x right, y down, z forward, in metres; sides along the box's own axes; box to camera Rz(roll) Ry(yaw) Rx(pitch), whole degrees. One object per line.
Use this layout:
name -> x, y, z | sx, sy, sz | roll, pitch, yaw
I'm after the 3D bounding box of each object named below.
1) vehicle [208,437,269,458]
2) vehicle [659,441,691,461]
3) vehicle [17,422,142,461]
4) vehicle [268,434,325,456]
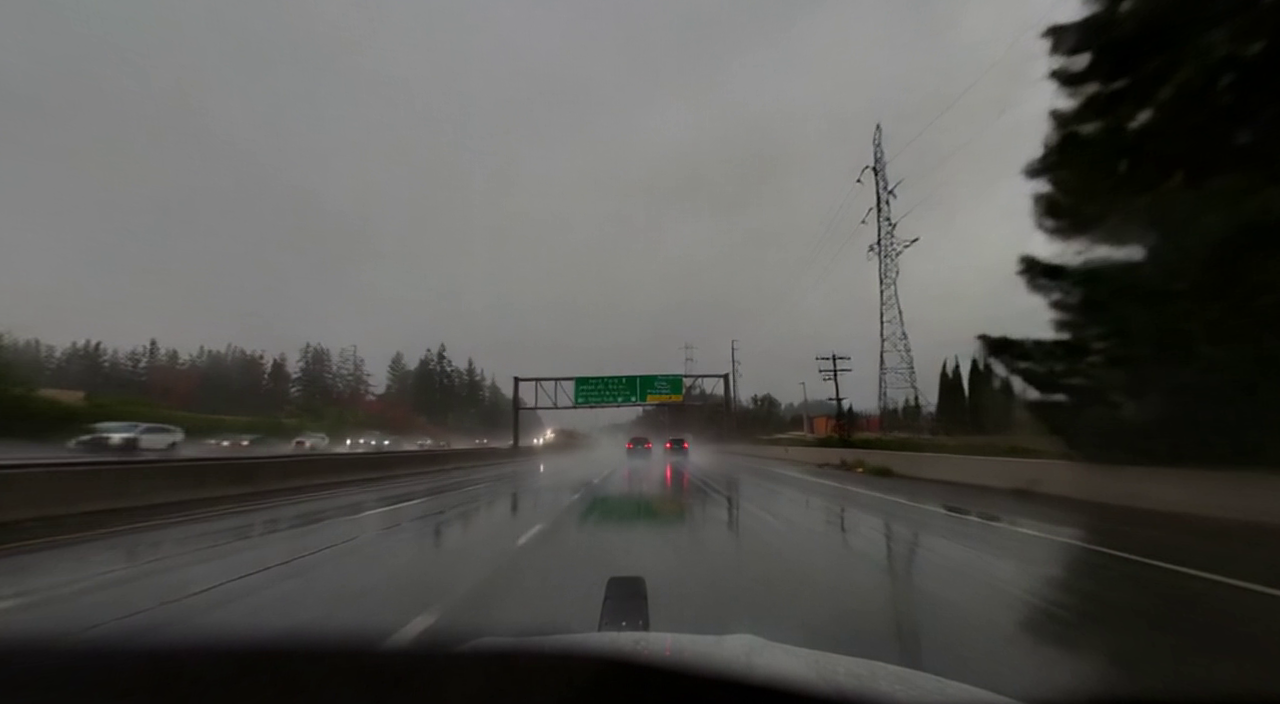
vehicle -> -29.956, 7.145, 47.202 | 1.765, 1.501, 4.267 | 0, -8, 0
vehicle -> 2.637, 7.585, 48.425 | 2.036, 1.486, 4.375 | 0, -8, -2
vehicle -> -26.151, 4.211, 29.636 | 1.943, 1.713, 4.243 | 0, -8, 0
vehicle -> -26.070, 7.060, 48.036 | 1.843, 1.595, 4.423 | 0, -8, -1
